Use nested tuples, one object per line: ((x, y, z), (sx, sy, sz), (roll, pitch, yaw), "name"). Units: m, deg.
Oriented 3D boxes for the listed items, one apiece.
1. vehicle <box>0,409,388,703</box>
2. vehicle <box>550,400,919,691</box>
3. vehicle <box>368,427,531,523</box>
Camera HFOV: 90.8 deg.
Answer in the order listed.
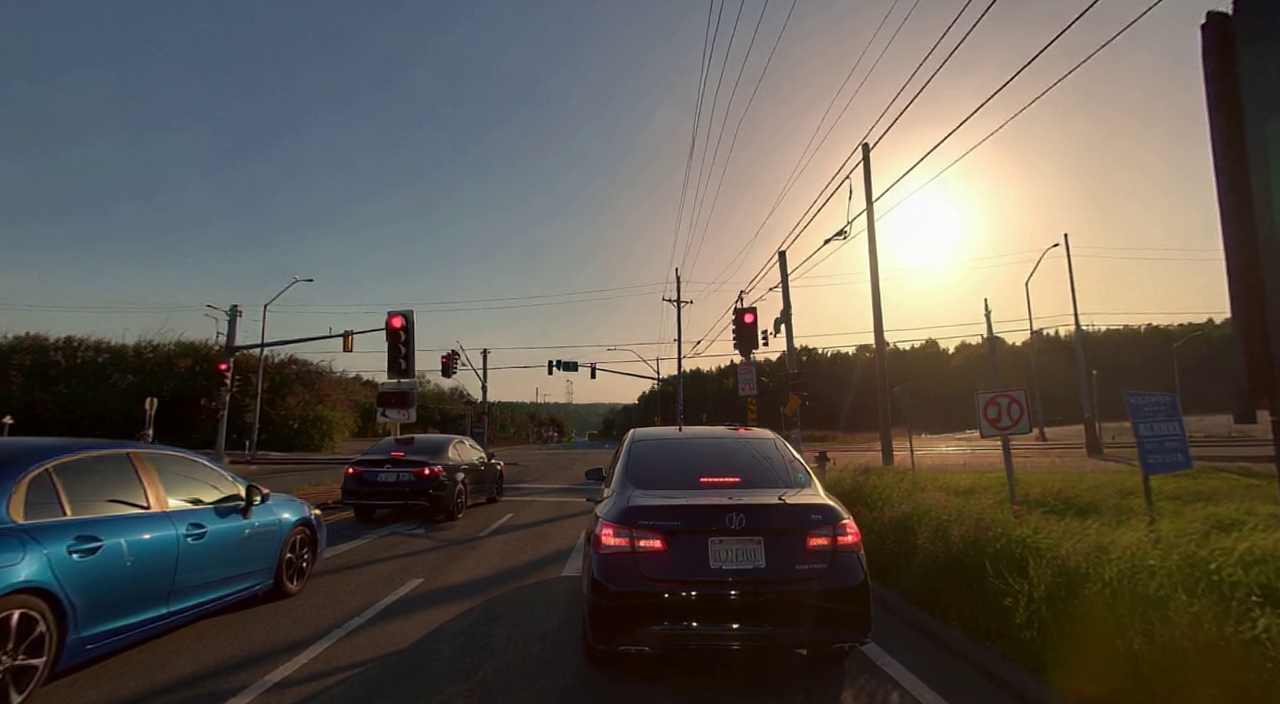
((-3.717, 1.256, 4.511), (1.956, 1.468, 4.585), (0, -9, 0), "vehicle")
((0.402, 1.327, 5.448), (1.998, 1.529, 3.960), (1, -9, -3), "vehicle")
((-3.361, 2.253, 12.075), (1.984, 1.505, 4.047), (0, -9, -2), "vehicle")
